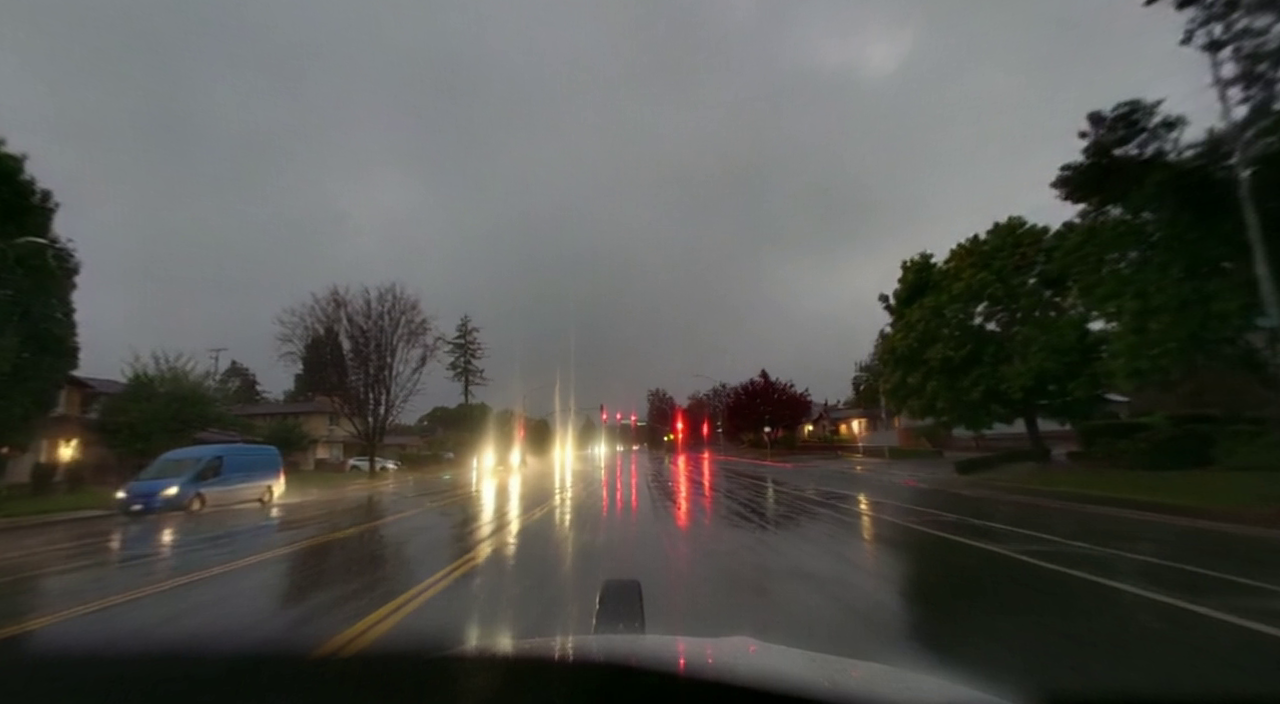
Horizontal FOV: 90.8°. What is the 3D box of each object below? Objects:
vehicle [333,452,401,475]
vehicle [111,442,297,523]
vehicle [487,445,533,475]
[{"bbox_3d":[-21.107,8.612,48.886,4.354,1.676,1.905,0,-9,-2],"label":"vehicle"},{"bbox_3d":[-13.689,4.073,20.445,2.346,2.217,5.290,0,-9,-2],"label":"vehicle"},{"bbox_3d":[-7.846,6.538,38.439,1.958,1.702,4.386,0,-8,-1],"label":"vehicle"}]
